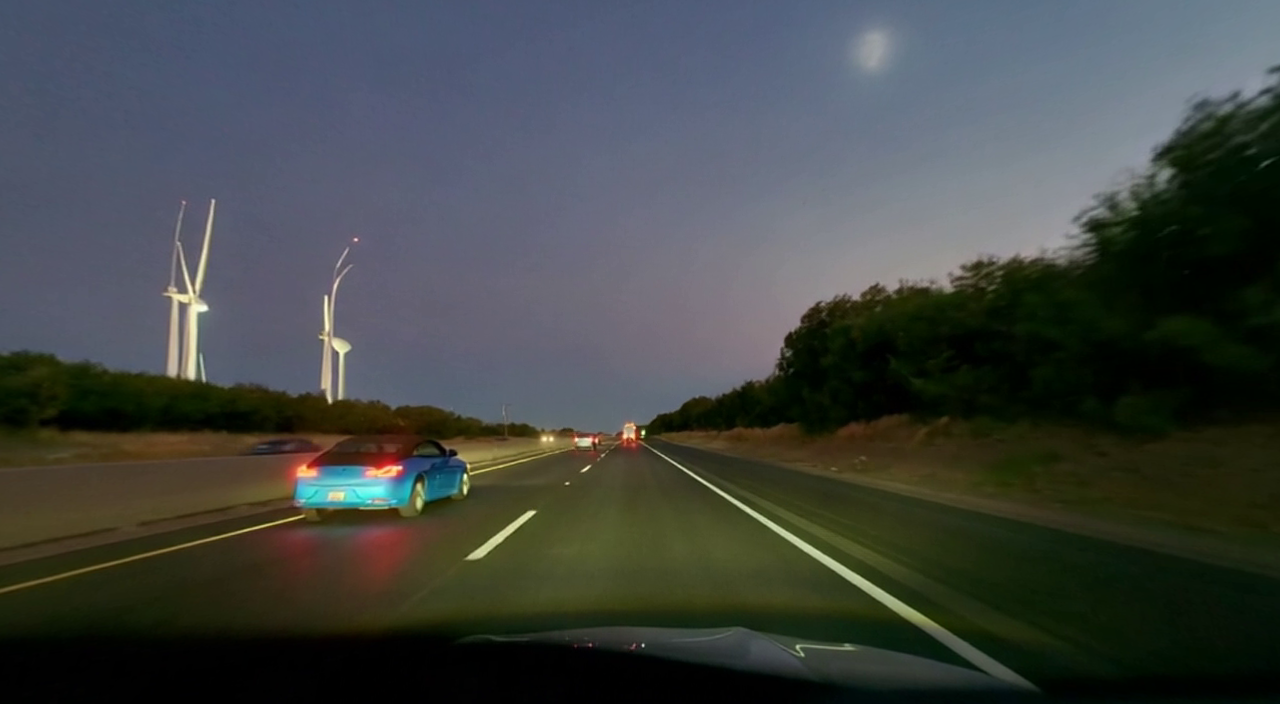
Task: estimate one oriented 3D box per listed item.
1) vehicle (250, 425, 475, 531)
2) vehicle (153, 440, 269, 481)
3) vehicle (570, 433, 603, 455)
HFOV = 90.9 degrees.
[{"bbox_3d":[-4.302,1.989,10.648,1.969,1.413,4.194,0,-8,-1],"label":"vehicle"},{"bbox_3d":[-17.334,4.358,25.726,1.900,1.528,4.061,0,-8,-1],"label":"vehicle"},{"bbox_3d":[-3.631,6.284,43.212,2.024,1.456,3.754,0,-8,-2],"label":"vehicle"}]
